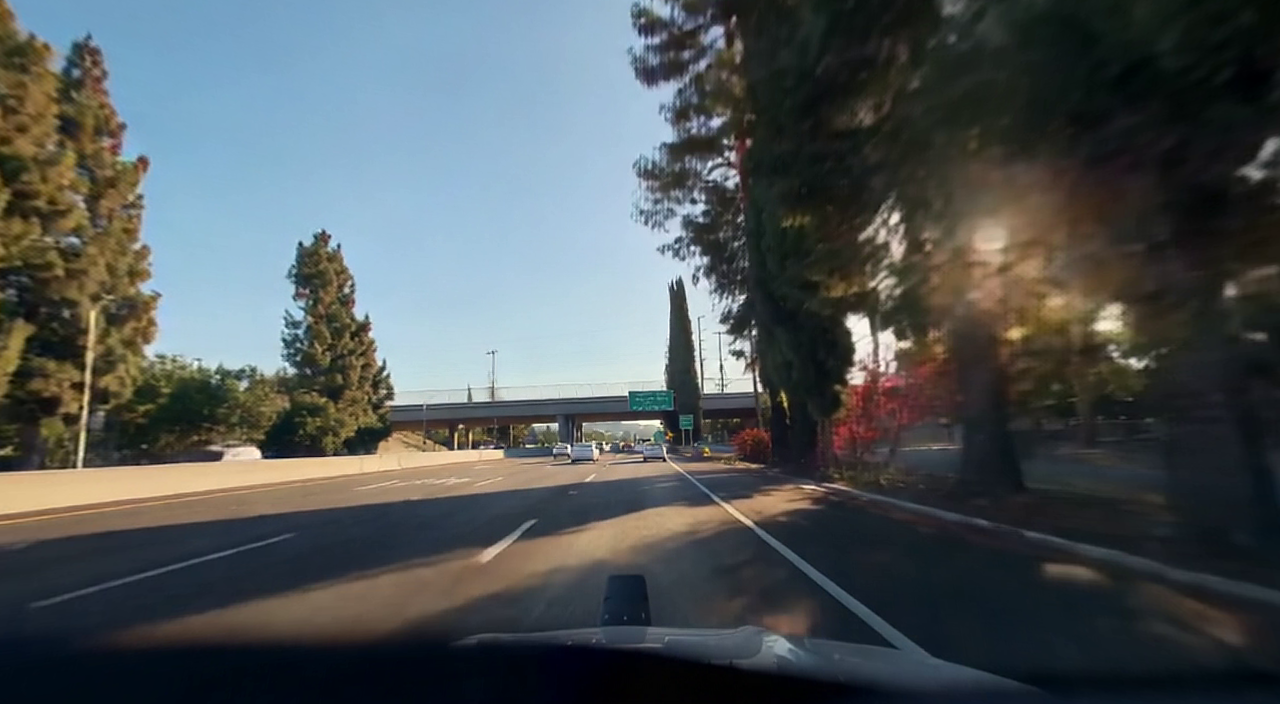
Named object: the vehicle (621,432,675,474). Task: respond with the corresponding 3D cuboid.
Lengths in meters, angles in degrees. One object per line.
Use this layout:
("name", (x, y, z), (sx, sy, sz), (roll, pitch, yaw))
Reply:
("vehicle", (0.315, 4.397, 27.638), (2.152, 1.697, 4.066), (0, -8, 0))

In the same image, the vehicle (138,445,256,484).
("vehicle", (-20.963, 5.286, 30.155), (2.044, 1.656, 4.874), (0, -8, 0))

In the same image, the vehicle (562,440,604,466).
("vehicle", (-3.381, 6.092, 38.158), (2.056, 1.464, 4.564), (0, -8, 1))
